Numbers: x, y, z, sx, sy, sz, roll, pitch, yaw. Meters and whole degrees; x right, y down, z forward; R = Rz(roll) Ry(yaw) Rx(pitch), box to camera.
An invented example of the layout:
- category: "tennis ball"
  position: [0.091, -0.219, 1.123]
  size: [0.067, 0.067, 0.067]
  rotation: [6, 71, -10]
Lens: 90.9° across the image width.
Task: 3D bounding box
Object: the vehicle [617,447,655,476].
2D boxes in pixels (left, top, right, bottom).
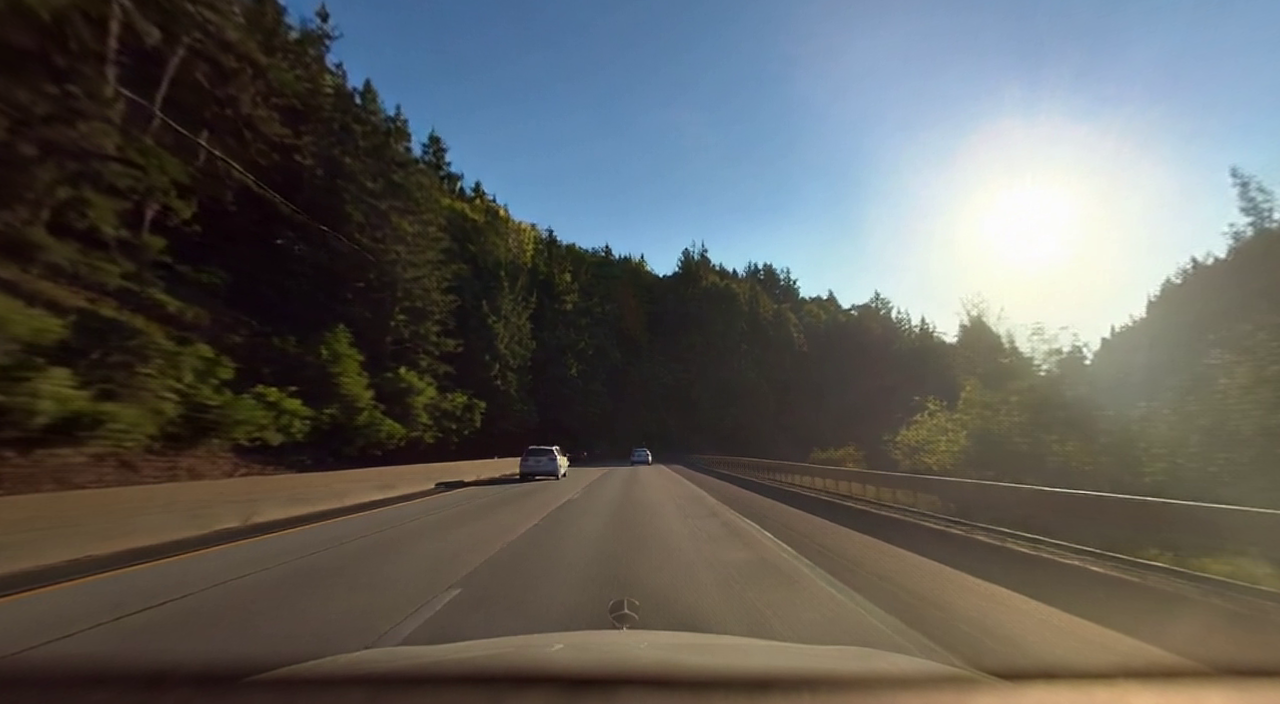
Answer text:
- category: "vehicle"
  position: [-0.216, 6.095, 35.283]
  size: [2.001, 1.490, 3.914]
  rotation: [0, -9, 0]

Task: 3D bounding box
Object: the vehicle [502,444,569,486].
- category: "vehicle"
  position: [-4.134, 4.541, 25.584]
  size: [1.978, 1.538, 3.755]
  rotation: [0, -9, 1]

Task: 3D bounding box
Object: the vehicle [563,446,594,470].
- category: "vehicle"
  position: [-4.504, 7.780, 46.366]
  size: [1.834, 1.615, 3.624]
  rotation: [0, -9, 1]
